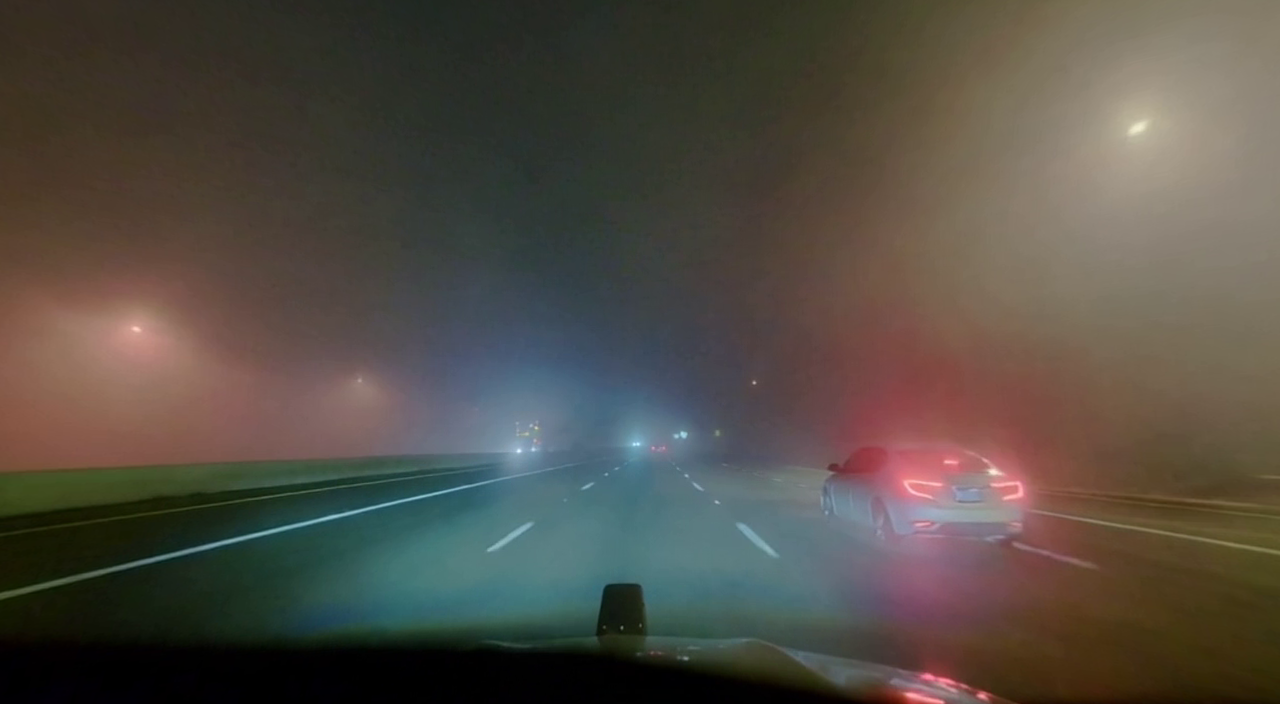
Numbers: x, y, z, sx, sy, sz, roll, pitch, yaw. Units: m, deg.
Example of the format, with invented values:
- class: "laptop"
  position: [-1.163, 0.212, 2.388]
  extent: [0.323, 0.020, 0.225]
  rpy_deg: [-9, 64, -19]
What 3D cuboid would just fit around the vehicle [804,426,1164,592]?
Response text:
- class: "vehicle"
  position: [3.742, 1.777, 8.123]
  extent: [1.999, 1.492, 4.673]
  rpy_deg: [0, -8, 0]
